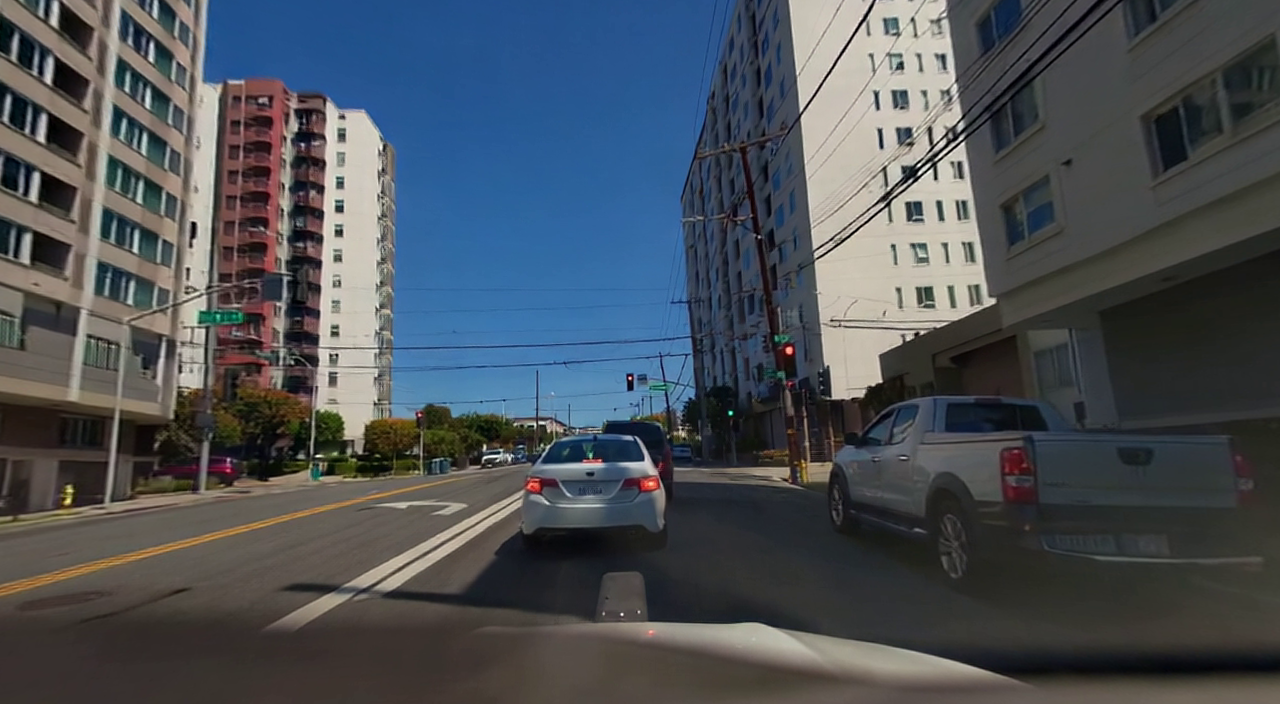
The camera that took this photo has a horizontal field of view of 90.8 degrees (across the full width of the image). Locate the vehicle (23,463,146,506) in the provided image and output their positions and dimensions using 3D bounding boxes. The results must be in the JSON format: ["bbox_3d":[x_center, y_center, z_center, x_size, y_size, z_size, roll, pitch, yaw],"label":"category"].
[{"bbox_3d":[-24.771,5.902,28.250,3.891,1.538,1.698,-4,-11,0],"label":"vehicle"}]

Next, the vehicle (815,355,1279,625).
[{"bbox_3d":[3.837,1.351,7.121,2.248,1.945,5.011,0,-8,0],"label":"vehicle"}]

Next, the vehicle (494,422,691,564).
[{"bbox_3d":[-0.486,1.761,8.630,2.019,1.453,4.129,0,-8,0],"label":"vehicle"}]

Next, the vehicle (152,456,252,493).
[{"bbox_3d":[-25.365,7.111,36.707,4.337,1.739,1.981,-5,-11,1],"label":"vehicle"}]
